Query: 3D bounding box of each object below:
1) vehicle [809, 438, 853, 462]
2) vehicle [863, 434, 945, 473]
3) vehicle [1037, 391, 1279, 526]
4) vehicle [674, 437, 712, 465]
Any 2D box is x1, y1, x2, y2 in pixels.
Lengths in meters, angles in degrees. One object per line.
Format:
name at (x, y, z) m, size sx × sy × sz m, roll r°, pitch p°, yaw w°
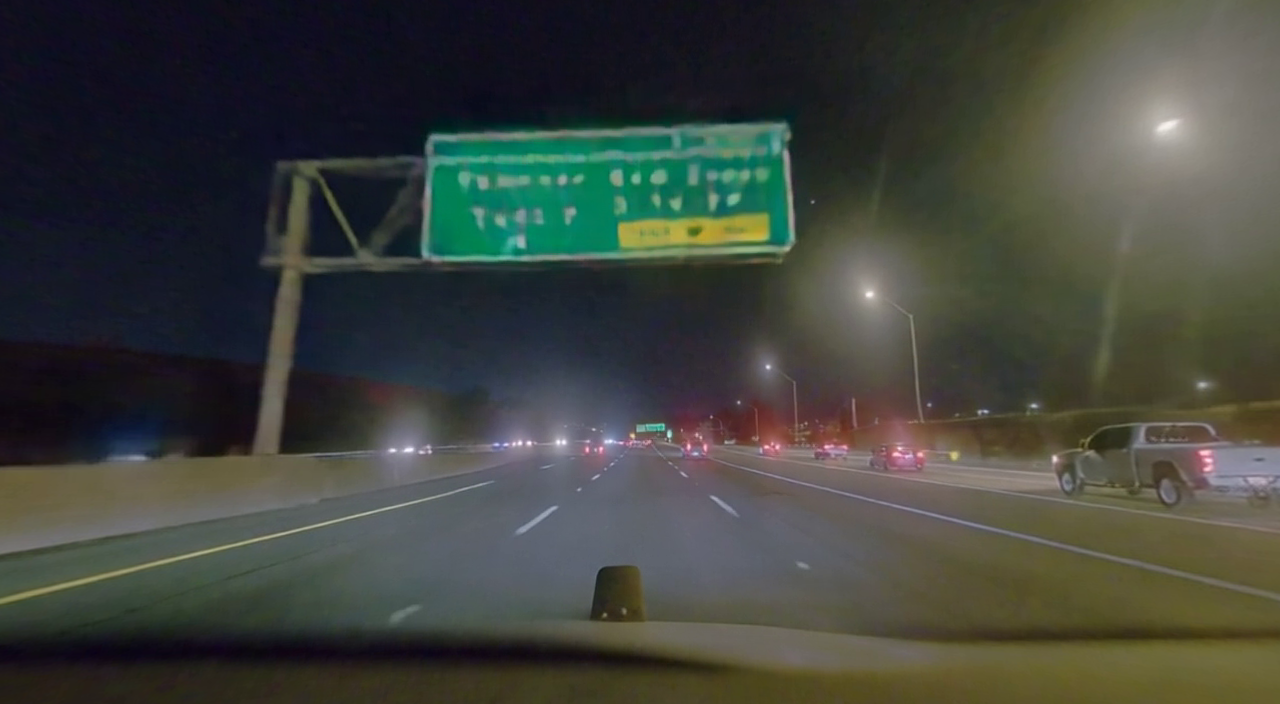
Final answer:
vehicle at (14.354, 7.415, 47.555) m, size 2.020 × 1.707 × 4.424 m, roll 0°, pitch -9°, yaw 1°
vehicle at (13.064, 5.050, 31.509) m, size 2.116 × 1.754 × 4.727 m, roll 0°, pitch -9°, yaw 1°
vehicle at (11.549, 2.186, 13.224) m, size 2.442 × 2.140 × 6.462 m, roll 0°, pitch -9°, yaw 3°
vehicle at (3.574, 6.795, 43.314) m, size 2.147 × 1.794 × 4.538 m, roll 0°, pitch -9°, yaw 0°
